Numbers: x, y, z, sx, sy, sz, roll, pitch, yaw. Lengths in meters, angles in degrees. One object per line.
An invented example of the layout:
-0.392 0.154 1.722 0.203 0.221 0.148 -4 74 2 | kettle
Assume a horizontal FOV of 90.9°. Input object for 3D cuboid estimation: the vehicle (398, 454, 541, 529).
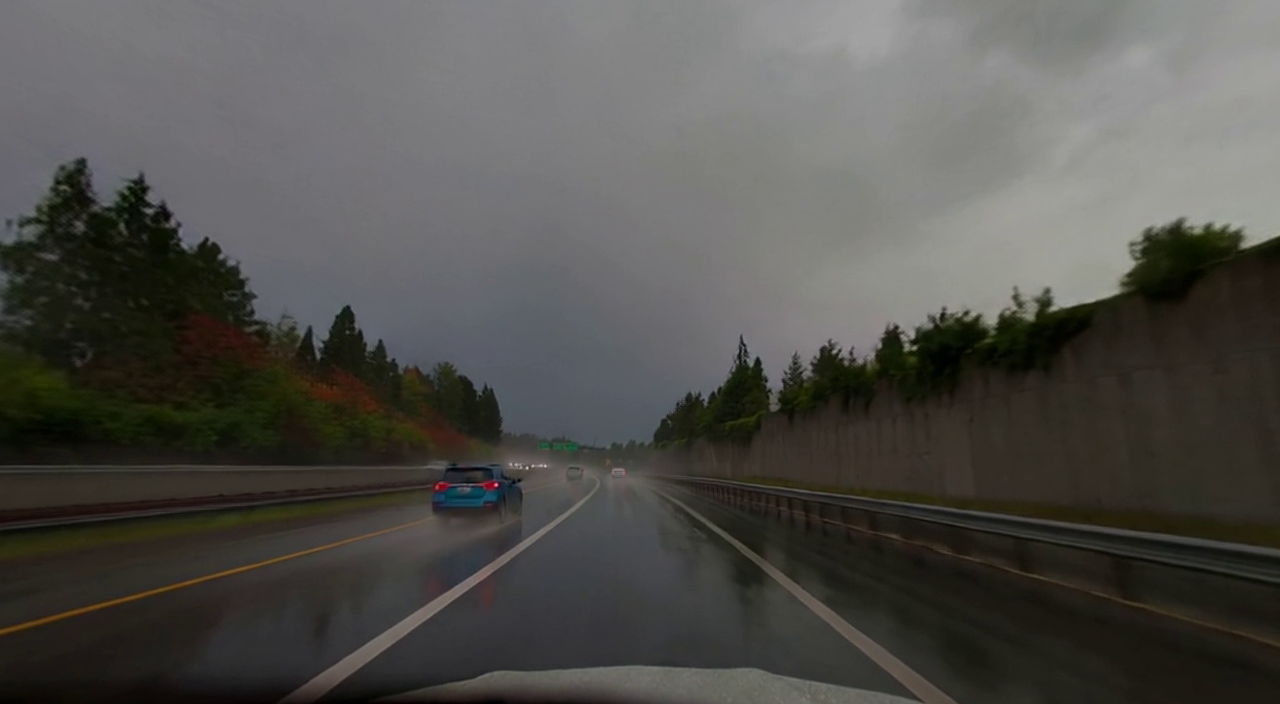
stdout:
-4.096 3.502 16.223 2.328 1.559 5.041 1 -11 -1 | vehicle
